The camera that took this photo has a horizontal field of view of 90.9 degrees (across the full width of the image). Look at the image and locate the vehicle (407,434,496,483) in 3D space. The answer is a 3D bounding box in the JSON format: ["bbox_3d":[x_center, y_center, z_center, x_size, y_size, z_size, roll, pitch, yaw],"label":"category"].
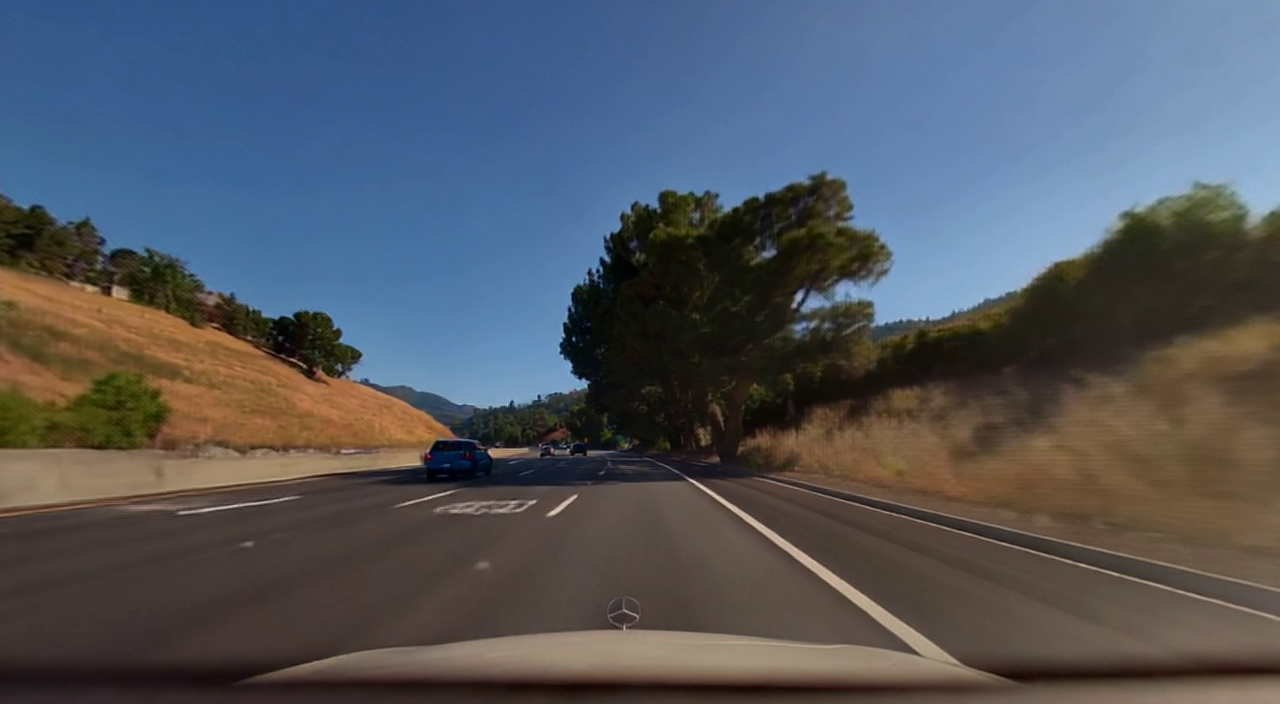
[{"bbox_3d":[-7.251,4.143,24.784,2.046,1.712,4.533,0,-8,0],"label":"vehicle"}]
